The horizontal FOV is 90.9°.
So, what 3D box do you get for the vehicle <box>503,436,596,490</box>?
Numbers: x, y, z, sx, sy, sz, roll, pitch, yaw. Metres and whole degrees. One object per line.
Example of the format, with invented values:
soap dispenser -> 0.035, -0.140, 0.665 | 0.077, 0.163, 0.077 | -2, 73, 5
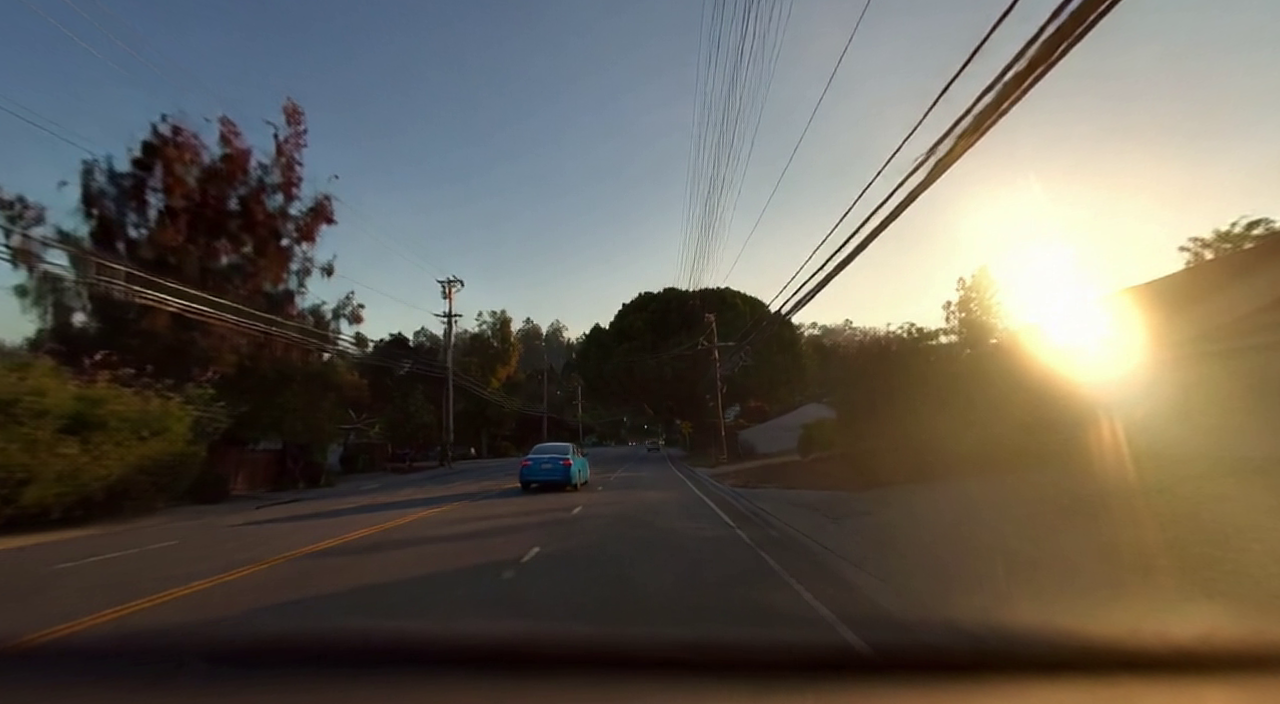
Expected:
vehicle -> -2.738, 3.512, 20.350 | 2.085, 1.512, 5.023 | -1, -8, 2
